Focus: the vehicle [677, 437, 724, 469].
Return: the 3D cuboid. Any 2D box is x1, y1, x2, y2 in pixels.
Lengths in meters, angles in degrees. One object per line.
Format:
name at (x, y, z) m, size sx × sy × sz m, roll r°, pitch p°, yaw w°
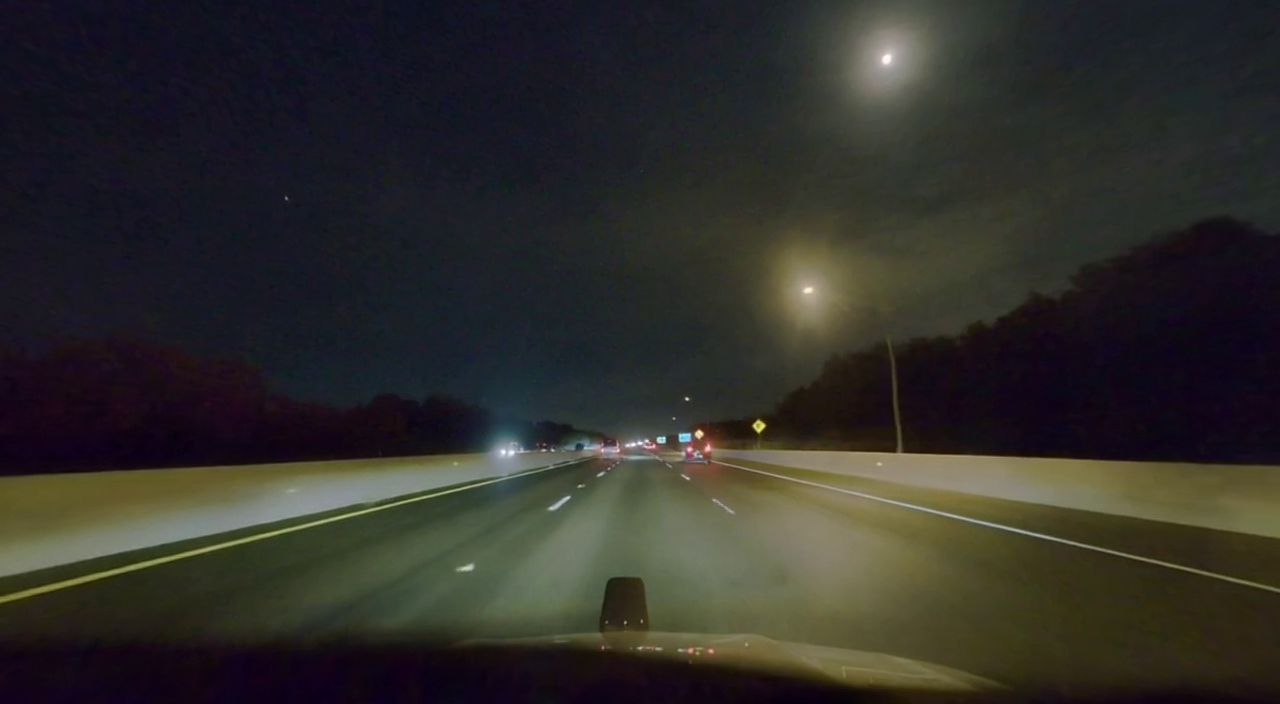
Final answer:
vehicle at (3.300, 5.595, 34.982) m, size 2.202 × 1.682 × 4.188 m, roll 0°, pitch -8°, yaw 0°
